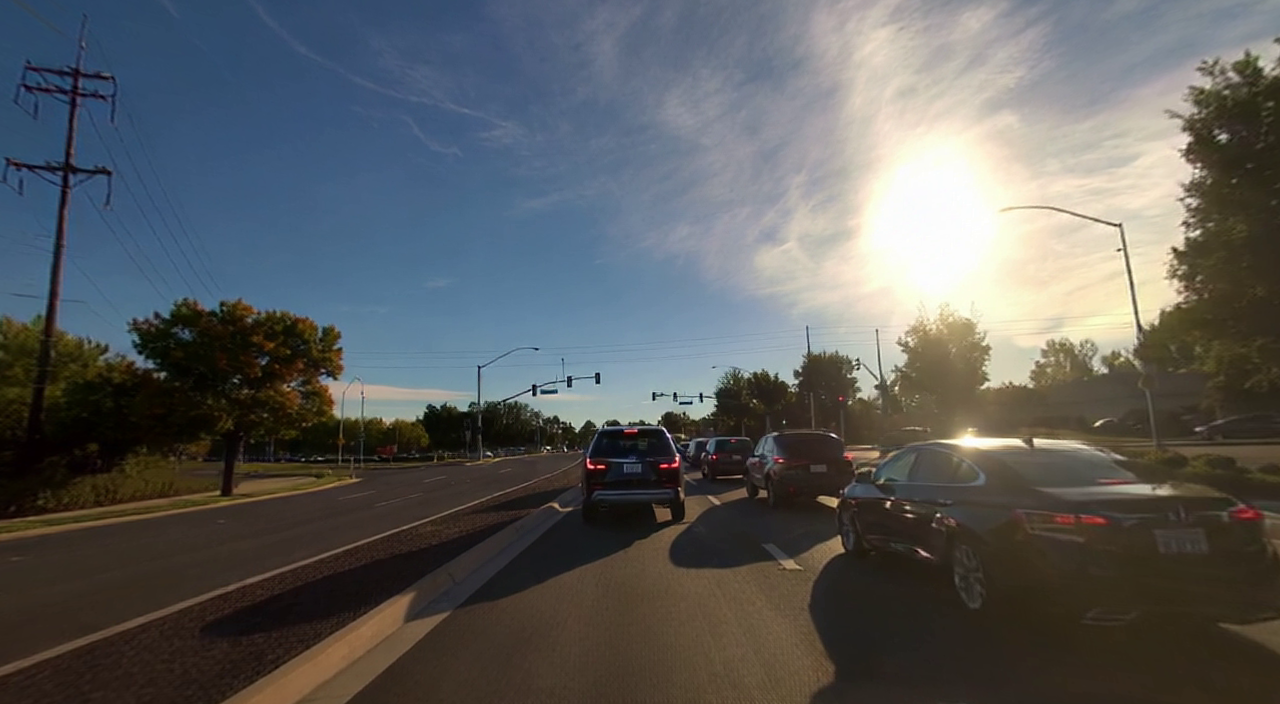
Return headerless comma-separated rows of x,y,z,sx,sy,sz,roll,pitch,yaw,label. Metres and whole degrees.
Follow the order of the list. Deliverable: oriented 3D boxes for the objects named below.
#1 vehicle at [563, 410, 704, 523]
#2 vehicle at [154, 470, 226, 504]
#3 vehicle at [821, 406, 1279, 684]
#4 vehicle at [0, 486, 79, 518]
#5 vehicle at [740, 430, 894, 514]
-0.140,2.184,12.508,2.300,1.821,4.254,0,-8,-1,vehicle
-25.581,7.637,35.908,3.826,1.522,1.741,-2,-8,30,vehicle
3.302,1.362,5.683,1.984,1.462,4.513,0,-8,0,vehicle
-33.348,8.157,34.436,3.637,1.483,2.007,-1,-8,0,vehicle
3.514,2.463,13.493,1.952,1.477,4.417,0,-8,-1,vehicle
